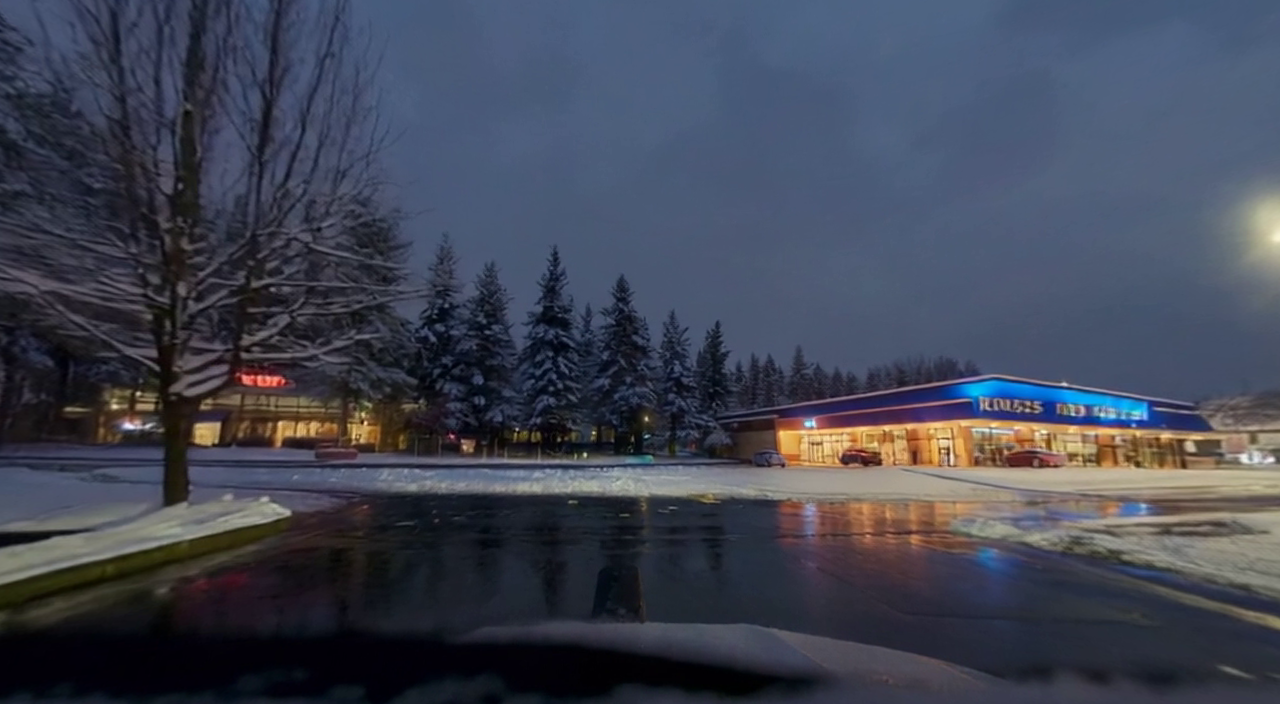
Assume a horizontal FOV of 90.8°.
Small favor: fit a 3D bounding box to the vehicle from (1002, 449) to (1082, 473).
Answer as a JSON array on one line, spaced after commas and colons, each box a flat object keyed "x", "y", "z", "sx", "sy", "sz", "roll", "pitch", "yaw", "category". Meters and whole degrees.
[{"x": 26.843, "y": 7.276, "z": 42.373, "sx": 1.845, "sy": 1.463, "sz": 4.399, "roll": 1, "pitch": -8, "yaw": -12, "category": "vehicle"}]
